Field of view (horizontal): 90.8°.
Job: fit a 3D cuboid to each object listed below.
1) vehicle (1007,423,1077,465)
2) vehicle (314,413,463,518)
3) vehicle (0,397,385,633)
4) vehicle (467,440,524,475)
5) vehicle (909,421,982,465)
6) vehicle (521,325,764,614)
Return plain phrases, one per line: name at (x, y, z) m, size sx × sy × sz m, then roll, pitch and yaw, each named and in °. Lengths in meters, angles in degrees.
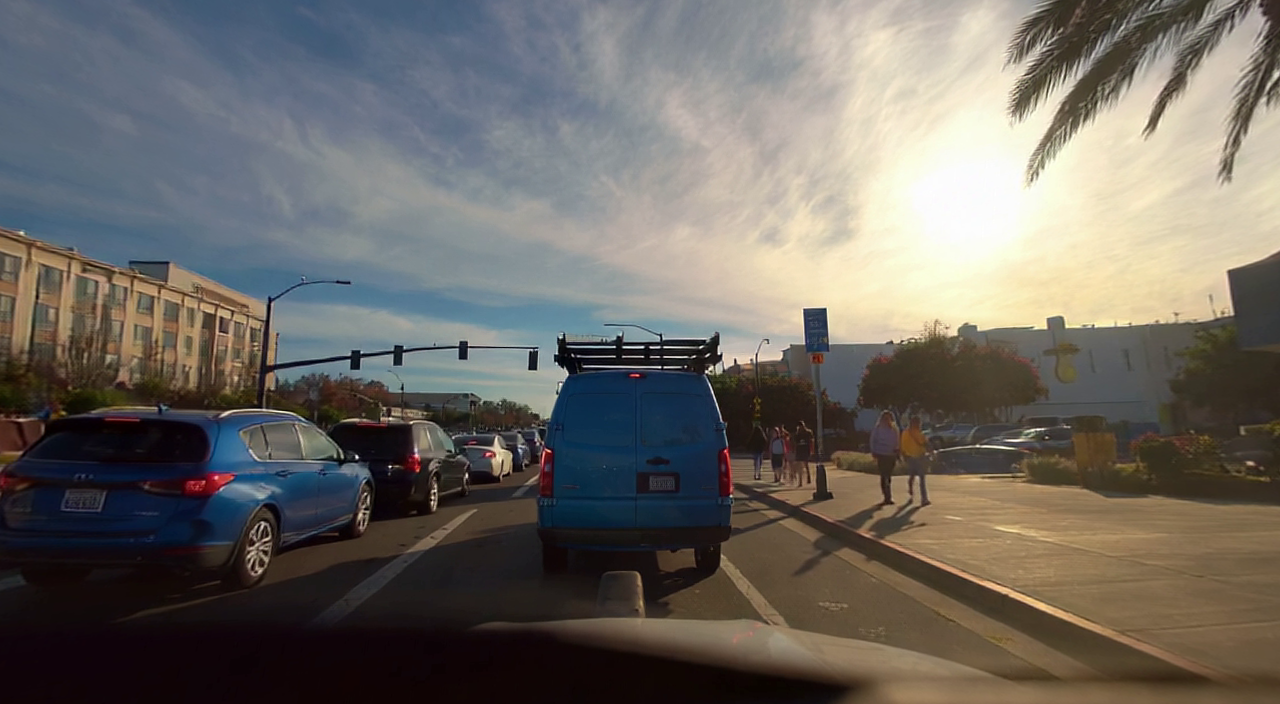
vehicle at (15.790, 3.621, 24.728) m, size 2.048 × 1.475 × 3.972 m, roll -6°, pitch -10°, yaw 34°
vehicle at (-5.208, 2.412, 13.899) m, size 2.089 × 1.854 × 5.022 m, roll 2°, pitch -9°, yaw -11°
vehicle at (-4.397, 1.469, 6.669) m, size 1.986 × 1.643 × 4.315 m, roll 1°, pitch -9°, yaw -6°
vehicle at (-6.833, 4.892, 29.576) m, size 1.818 × 1.479 × 4.428 m, roll 4°, pitch -9°, yaw -22°
vehicle at (12.652, 3.764, 26.053) m, size 2.046 × 1.675 × 3.924 m, roll -6°, pitch -10°, yaw 33°
vehicle at (-0.197, 1.222, 7.175) m, size 1.902 × 2.238 × 4.263 m, roll 1°, pitch -9°, yaw -6°
